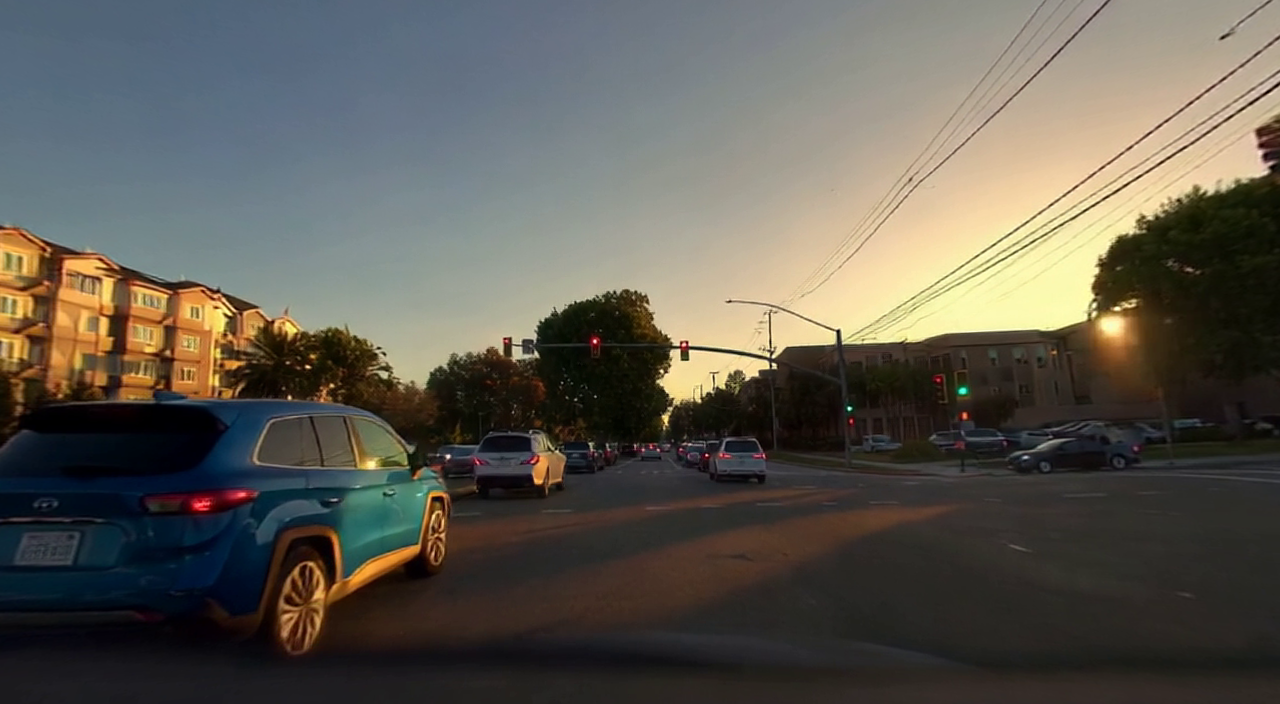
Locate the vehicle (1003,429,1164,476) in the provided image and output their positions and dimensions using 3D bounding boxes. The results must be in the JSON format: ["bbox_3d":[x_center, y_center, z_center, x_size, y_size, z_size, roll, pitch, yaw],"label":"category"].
[{"bbox_3d":[15.643,3.581,22.501,4.119,1.574,2.028,-1,-9,10],"label":"vehicle"}]

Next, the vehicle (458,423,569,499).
[{"bbox_3d":[-3.179,2.848,16.799,1.958,1.744,4.315,0,-8,2],"label":"vehicle"}]

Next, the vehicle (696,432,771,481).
[{"bbox_3d":[3.529,4.086,24.803,2.201,1.734,4.564,0,-8,-1],"label":"vehicle"}]

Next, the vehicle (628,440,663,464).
[{"bbox_3d":[0.362,6.642,41.849,2.185,1.515,4.215,0,-8,1],"label":"vehicle"}]

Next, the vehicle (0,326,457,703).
[{"bbox_3d":[-3.079,1.079,4.587,2.127,1.754,4.287,0,-8,1],"label":"vehicle"}]

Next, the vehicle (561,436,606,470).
[{"bbox_3d":[-2.915,5.290,33.250,1.900,1.677,4.128,0,-8,2],"label":"vehicle"}]
